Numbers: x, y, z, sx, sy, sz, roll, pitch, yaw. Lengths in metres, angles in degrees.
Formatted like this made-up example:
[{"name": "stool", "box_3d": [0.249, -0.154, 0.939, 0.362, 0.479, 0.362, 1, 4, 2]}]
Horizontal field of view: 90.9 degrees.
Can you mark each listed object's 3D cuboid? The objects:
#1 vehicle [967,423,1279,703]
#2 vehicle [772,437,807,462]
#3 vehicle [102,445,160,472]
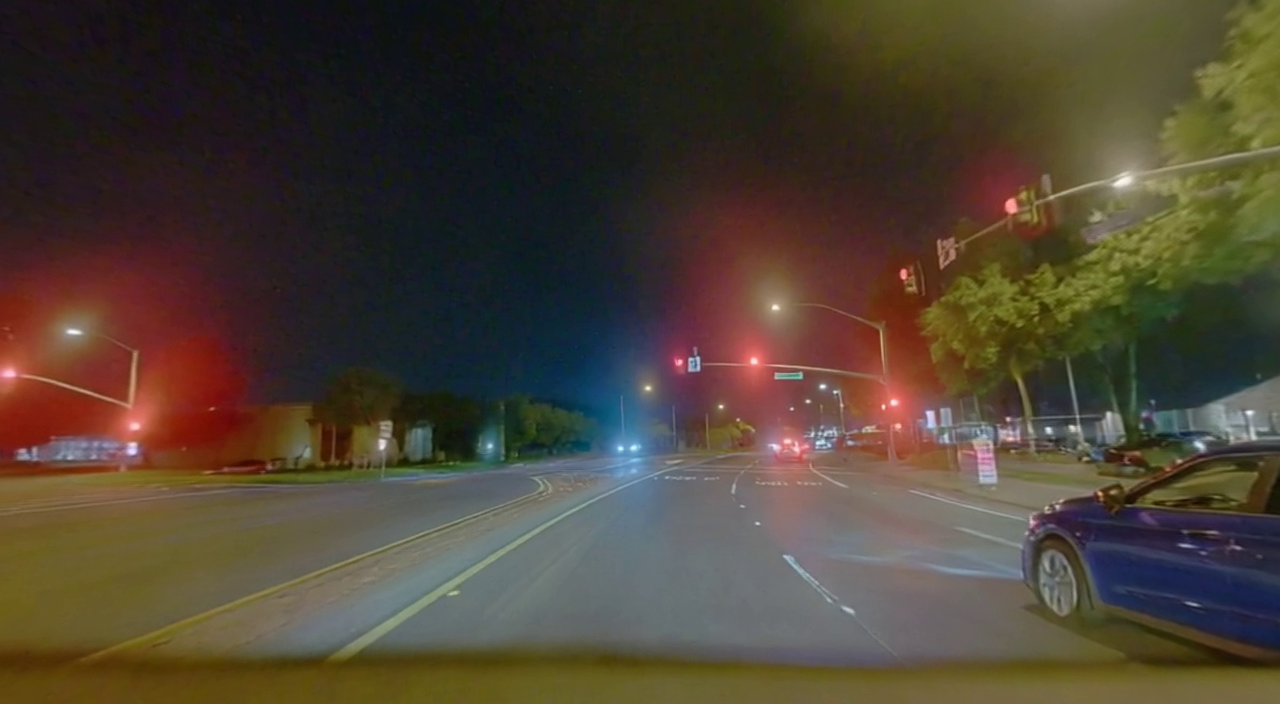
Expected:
[{"name": "vehicle", "box_3d": [4.132, 1.191, 3.780, 1.938, 1.466, 4.434, 0, -8, 0]}, {"name": "vehicle", "box_3d": [10.959, 7.092, 45.981, 2.311, 1.715, 4.287, -2, -9, 15]}, {"name": "vehicle", "box_3d": [-37.697, 7.851, 46.803, 2.275, 1.870, 4.522, 4, -9, -25]}]
